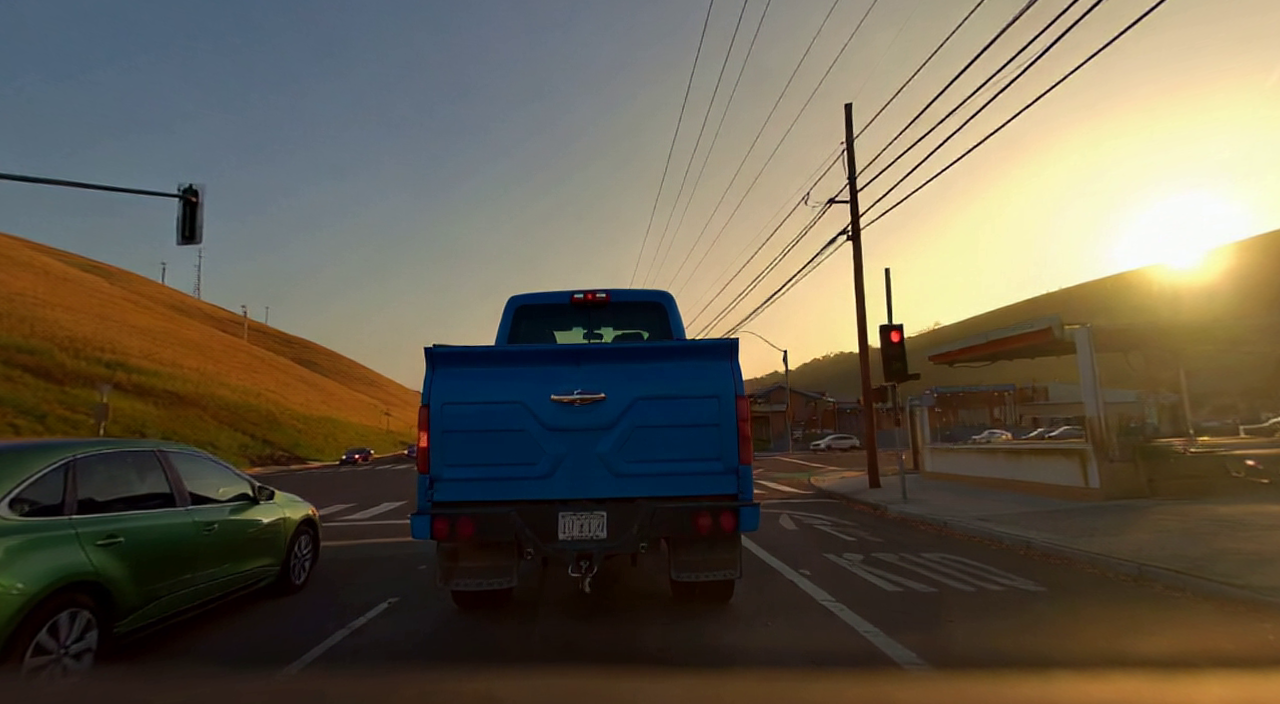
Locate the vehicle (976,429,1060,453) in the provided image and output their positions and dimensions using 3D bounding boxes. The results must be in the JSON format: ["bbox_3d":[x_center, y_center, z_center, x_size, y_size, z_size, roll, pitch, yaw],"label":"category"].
[{"bbox_3d":[28.410,6.730,47.421,5.021,1.757,2.012,0,-8,0],"label":"vehicle"}]

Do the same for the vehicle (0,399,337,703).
[{"bbox_3d":[-3.965,1.188,3.979,2.017,1.555,4.150,-1,-9,0],"label":"vehicle"}]

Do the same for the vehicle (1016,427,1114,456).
[{"bbox_3d":[25.548,5.394,37.935,4.419,1.496,1.854,-2,-9,1],"label":"vehicle"}]

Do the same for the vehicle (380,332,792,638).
[{"bbox_3d":[-0.429,1.322,7.207,2.859,2.144,5.406,0,-9,-1],"label":"vehicle"}]

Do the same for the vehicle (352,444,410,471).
[{"bbox_3d":[-17.138,7.009,41.906,2.133,1.690,4.331,0,-9,-3],"label":"vehicle"}]

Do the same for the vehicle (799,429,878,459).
[{"bbox_3d":[14.200,6.555,44.756,6.346,1.917,2.360,8,-11,-42],"label":"vehicle"}]
